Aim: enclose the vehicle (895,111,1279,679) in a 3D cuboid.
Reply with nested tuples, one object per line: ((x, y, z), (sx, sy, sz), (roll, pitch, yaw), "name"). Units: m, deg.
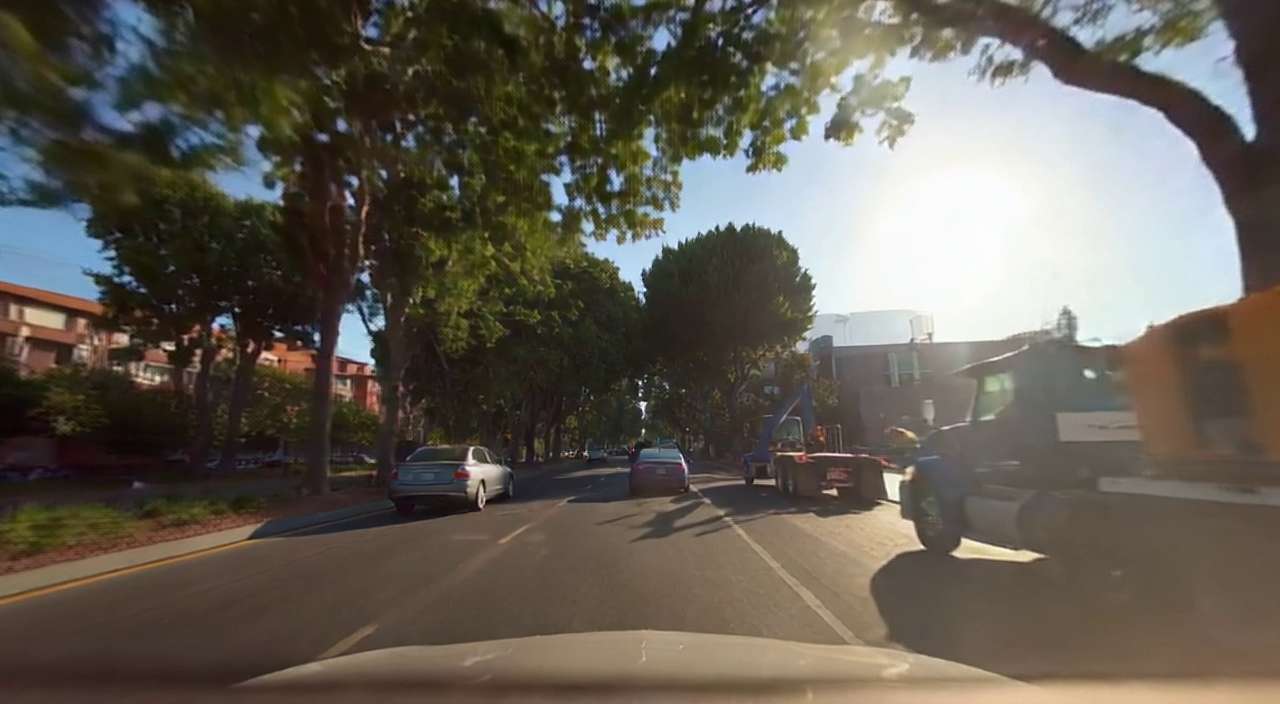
((5.548, 0.365, 4.630), (2.867, 3.600, 11.047), (0, -9, 1), "vehicle")

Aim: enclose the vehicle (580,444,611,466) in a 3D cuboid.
((-3.430, 8.072, 49.364), (2.062, 1.641, 4.193), (0, -9, 2), "vehicle")

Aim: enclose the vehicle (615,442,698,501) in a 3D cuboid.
((0.438, 3.338, 18.025), (2.086, 1.466, 4.026), (0, -9, 1), "vehicle")

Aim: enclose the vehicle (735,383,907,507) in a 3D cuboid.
((5.489, 3.133, 21.258), (3.089, 3.258, 8.841), (0, -9, 0), "vehicle")

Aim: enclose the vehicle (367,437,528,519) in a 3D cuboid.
((-4.037, 2.731, 14.219), (2.003, 1.507, 4.808), (0, -9, 1), "vehicle")
